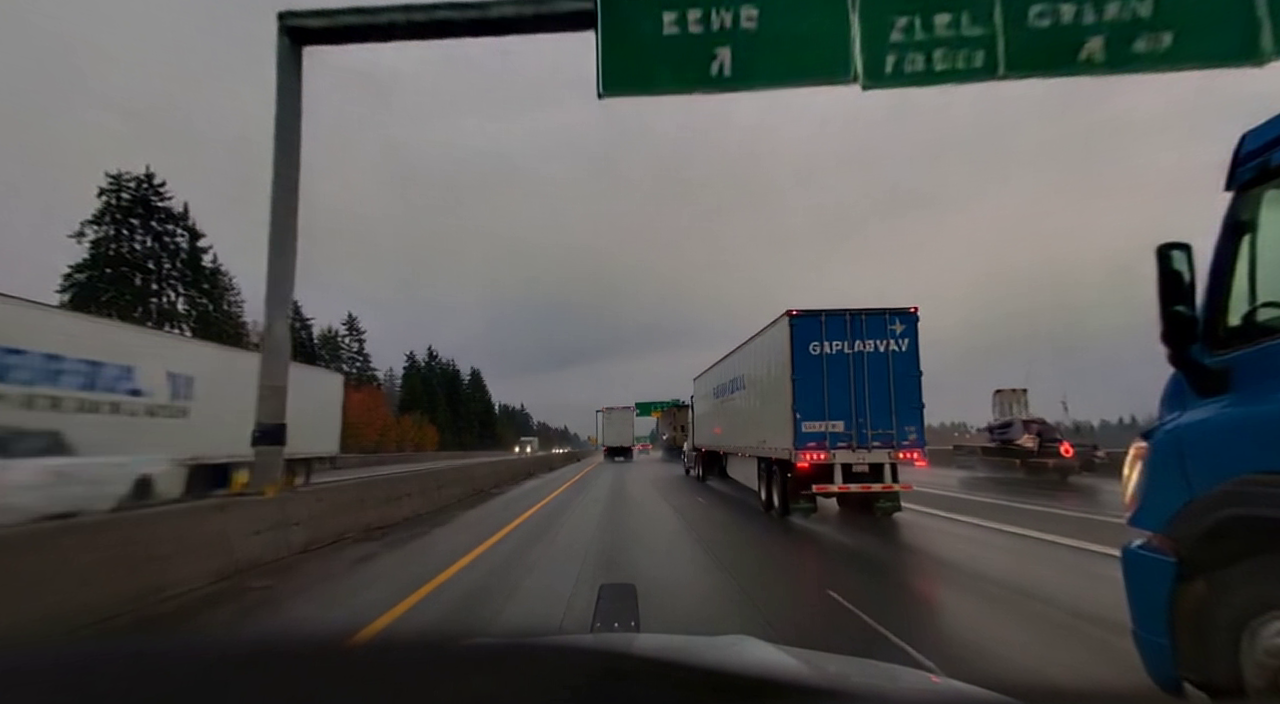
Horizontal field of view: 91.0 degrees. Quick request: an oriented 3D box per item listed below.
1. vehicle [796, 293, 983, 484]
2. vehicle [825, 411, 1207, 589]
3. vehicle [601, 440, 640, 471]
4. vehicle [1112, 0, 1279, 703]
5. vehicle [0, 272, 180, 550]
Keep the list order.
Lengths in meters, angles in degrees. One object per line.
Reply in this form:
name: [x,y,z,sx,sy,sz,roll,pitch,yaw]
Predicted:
vehicle: [4.210,0.688,11.057,2.244,3.047,2.035,0,-8,-2]
vehicle: [4.531,1.557,7.517,4.253,1.543,2.045,4,-9,-31]
vehicle: [-1.010,5.340,32.648,1.943,1.491,3.459,0,-8,-1]
vehicle: [4.047,-0.403,0.143,2.951,3.857,5.902,0,-8,-2]
vehicle: [-12.264,0.722,8.590,2.972,4.669,12.286,0,-8,-2]
